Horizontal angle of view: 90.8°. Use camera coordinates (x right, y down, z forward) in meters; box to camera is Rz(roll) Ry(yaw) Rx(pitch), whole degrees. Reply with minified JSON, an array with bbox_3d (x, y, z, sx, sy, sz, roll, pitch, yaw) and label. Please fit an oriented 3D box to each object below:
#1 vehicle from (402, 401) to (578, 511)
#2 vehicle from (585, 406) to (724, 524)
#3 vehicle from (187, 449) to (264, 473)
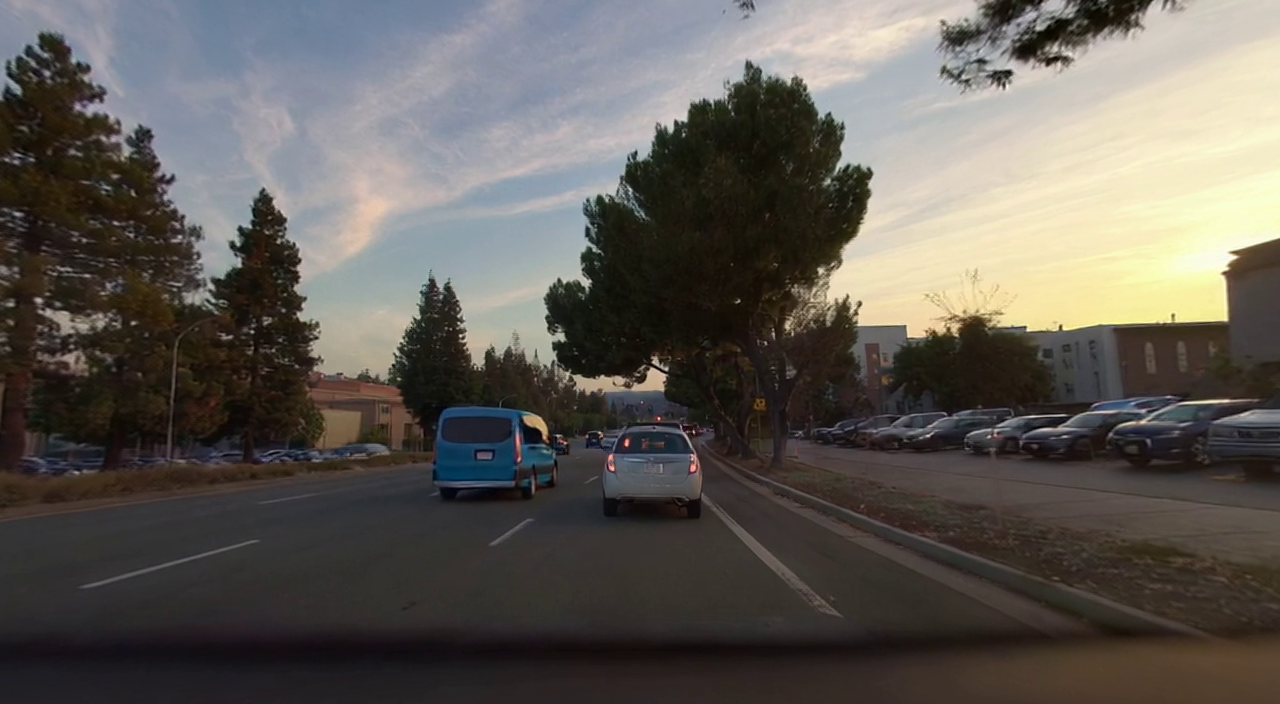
[{"bbox_3d":[-3.123,2.376,14.779,2.486,2.074,5.456,-1,-8,3],"label":"vehicle"},{"bbox_3d":[0.301,2.075,12.038,2.173,1.830,4.189,0,-8,2],"label":"vehicle"},{"bbox_3d":[-32.624,8.570,49.937,1.977,1.788,4.978,-2,-9,12],"label":"vehicle"}]
